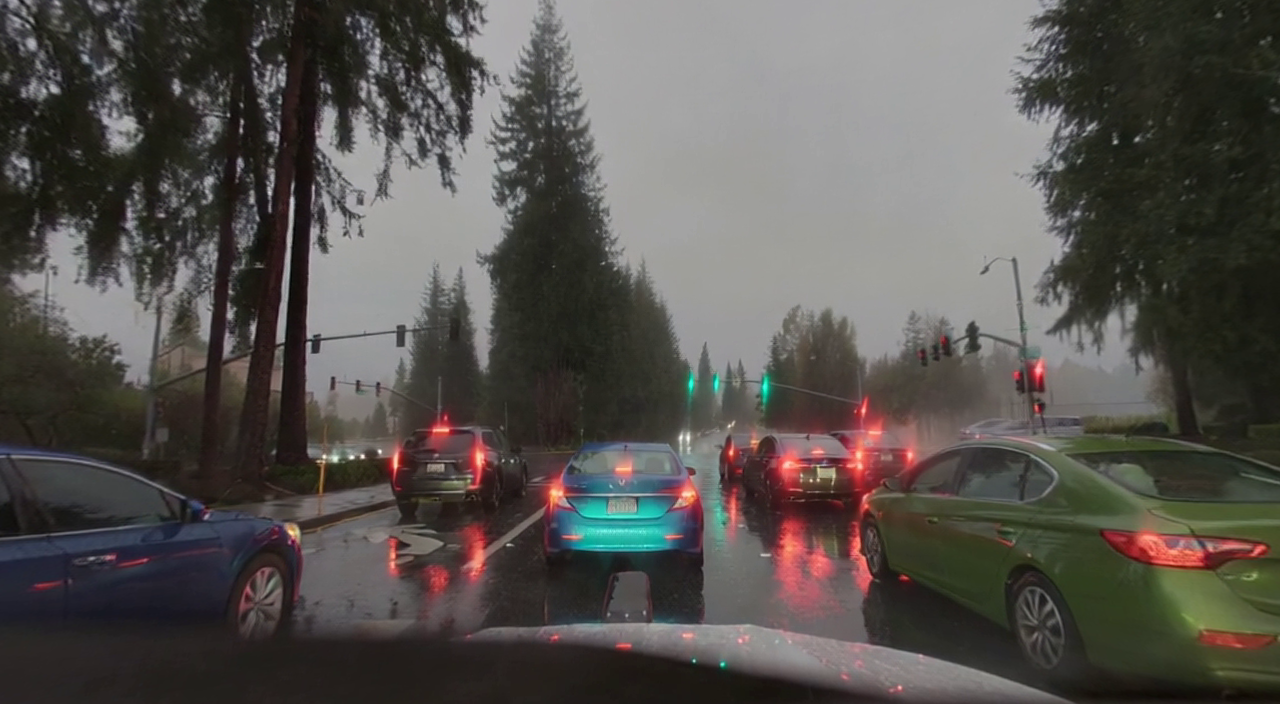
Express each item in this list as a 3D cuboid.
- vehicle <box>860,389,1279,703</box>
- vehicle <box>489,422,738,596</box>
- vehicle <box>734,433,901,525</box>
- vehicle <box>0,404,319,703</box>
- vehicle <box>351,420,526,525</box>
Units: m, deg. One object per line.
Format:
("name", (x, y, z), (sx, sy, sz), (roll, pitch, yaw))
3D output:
("vehicle", (3.134, 1.151, 4.055), (1.903, 1.480, 4.270), (0, -8, 0))
("vehicle", (-0.264, 1.644, 7.429), (2.147, 1.479, 3.803), (0, -8, -1))
("vehicle", (3.180, 2.337, 12.327), (1.975, 1.460, 4.357), (0, -8, 0))
("vehicle", (-3.645, 1.023, 3.003), (1.935, 1.482, 4.433), (0, -8, -1))
("vehicle", (-3.731, 2.315, 12.616), (1.961, 1.714, 4.268), (0, -8, 2))
